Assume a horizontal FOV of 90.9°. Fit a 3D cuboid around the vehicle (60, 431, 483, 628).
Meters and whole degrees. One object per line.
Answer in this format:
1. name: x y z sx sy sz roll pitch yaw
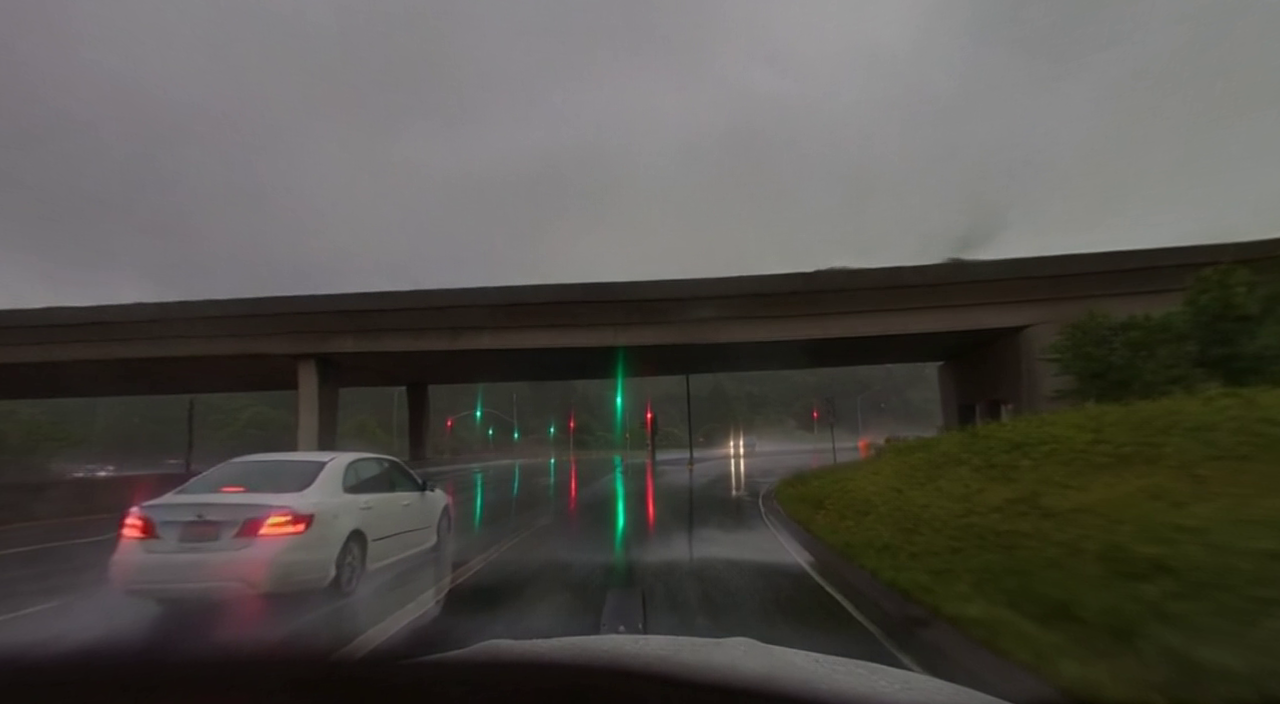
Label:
1. vehicle: -3.369 1.713 7.125 1.963 1.460 4.614 0 -9 0
